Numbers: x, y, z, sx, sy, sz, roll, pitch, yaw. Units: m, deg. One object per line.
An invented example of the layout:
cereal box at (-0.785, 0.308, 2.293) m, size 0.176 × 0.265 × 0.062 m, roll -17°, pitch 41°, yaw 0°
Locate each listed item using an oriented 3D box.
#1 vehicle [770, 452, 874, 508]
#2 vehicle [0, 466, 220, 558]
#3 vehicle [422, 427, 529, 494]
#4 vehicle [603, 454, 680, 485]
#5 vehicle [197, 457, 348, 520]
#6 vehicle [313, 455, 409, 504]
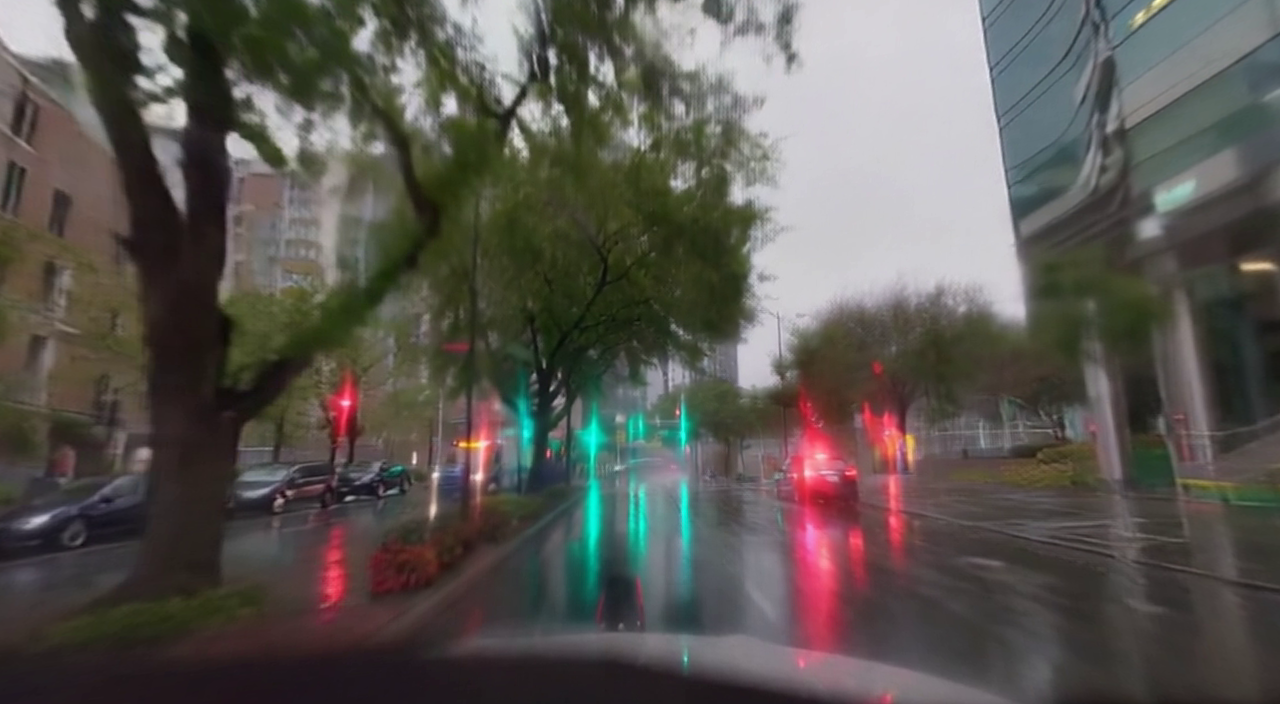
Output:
vehicle at (5.625, 3.980, 20.168) m, size 1.888 × 1.536 × 4.381 m, roll 0°, pitch -8°, yaw -2°
vehicle at (-11.281, 3.198, 13.259) m, size 1.809 × 1.429 × 4.463 m, roll 0°, pitch -8°, yaw 1°
vehicle at (-7.849, 5.274, 31.221) m, size 2.591 × 2.910 × 6.652 m, roll -1°, pitch -9°, yaw 9°
vehicle at (0.080, 7.777, 42.094) m, size 4.742 × 1.906 × 1.933 m, roll 2°, pitch -9°, yaw -16°
vehicle at (-11.245, 4.171, 19.831) m, size 1.968 × 1.608 × 4.609 m, roll 0°, pitch -8°, yaw 0°
vehicle at (-11.204, 5.120, 25.750) m, size 1.908 × 1.721 × 4.285 m, roll 0°, pitch -8°, yaw 0°
